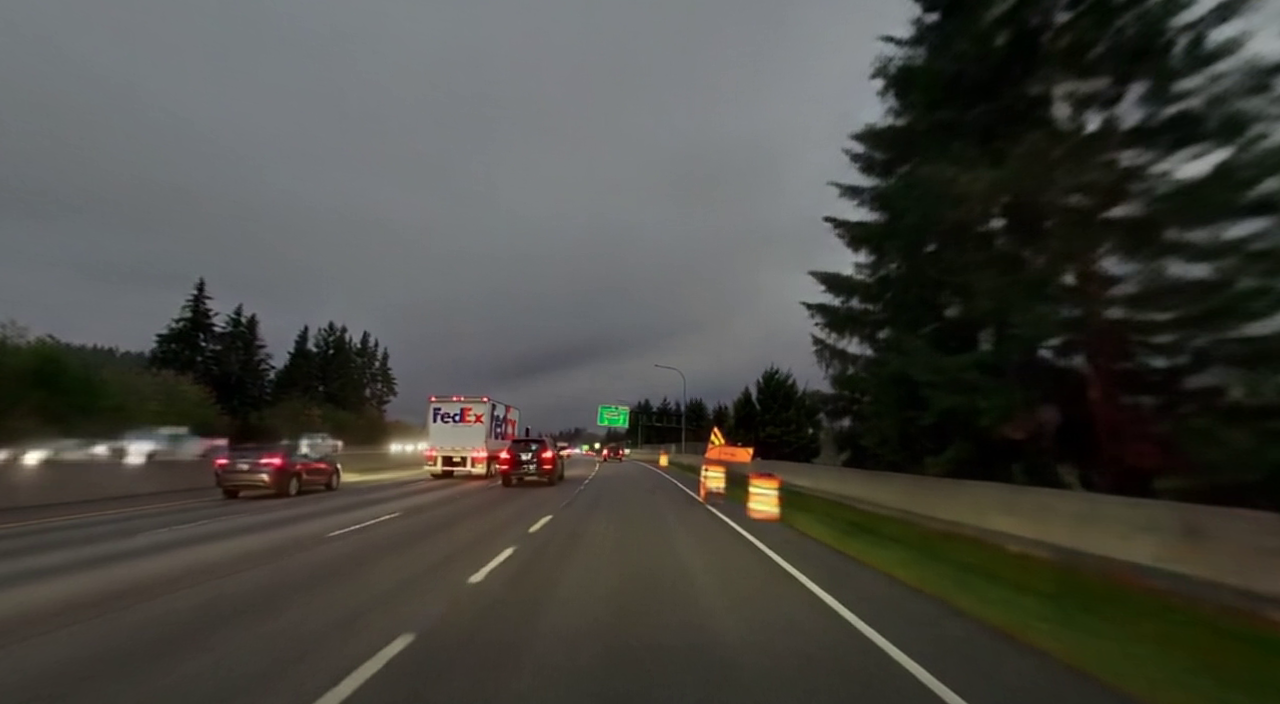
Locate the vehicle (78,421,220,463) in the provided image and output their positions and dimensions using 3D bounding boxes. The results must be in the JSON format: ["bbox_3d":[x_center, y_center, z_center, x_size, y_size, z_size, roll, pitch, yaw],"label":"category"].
[{"bbox_3d":[-23.531,4.412,30.709,2.212,1.846,6.051,0,-9,-2],"label":"vehicle"}]

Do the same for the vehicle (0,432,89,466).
[{"bbox_3d":[-33.683,5.369,34.922,1.990,1.758,5.022,0,-9,-3],"label":"vehicle"}]

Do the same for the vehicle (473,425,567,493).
[{"bbox_3d":[-3.657,3.377,20.216,2.170,1.886,4.628,0,-9,-1],"label":"vehicle"}]

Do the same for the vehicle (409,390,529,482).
[{"bbox_3d":[-6.844,3.637,26.850,2.870,3.266,8.589,0,-9,-1],"label":"vehicle"}]

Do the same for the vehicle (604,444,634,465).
[{"bbox_3d":[-1.582,7.571,46.820,2.043,1.489,3.839,1,-9,-4],"label":"vehicle"}]

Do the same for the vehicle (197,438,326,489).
[{"bbox_3d":[-13.570,4.011,23.021,2.018,1.668,4.409,0,-9,-1],"label":"vehicle"}]
